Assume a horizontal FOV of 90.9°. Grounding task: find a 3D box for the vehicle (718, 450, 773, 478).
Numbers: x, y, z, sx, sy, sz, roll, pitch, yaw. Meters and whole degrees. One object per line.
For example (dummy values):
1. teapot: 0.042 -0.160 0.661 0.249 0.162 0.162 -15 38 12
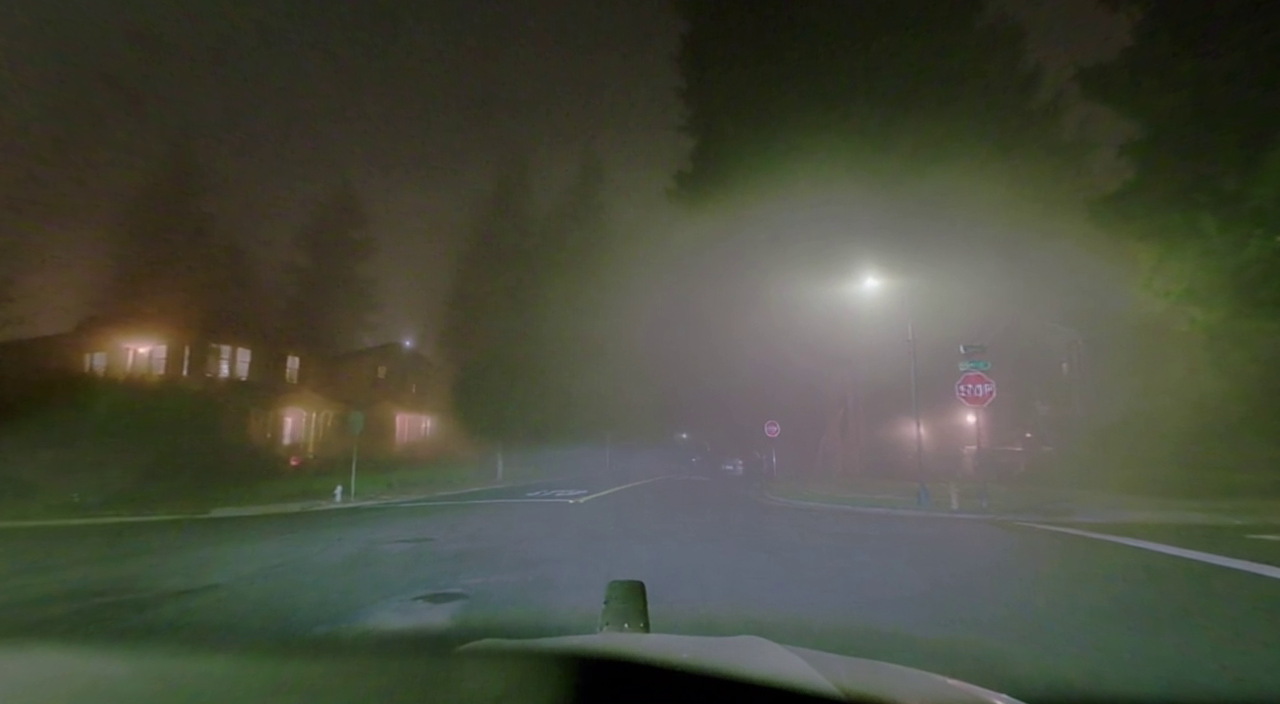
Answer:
1. vehicle: 6.986 7.252 41.236 2.692 1.649 4.689 -3 -9 20
